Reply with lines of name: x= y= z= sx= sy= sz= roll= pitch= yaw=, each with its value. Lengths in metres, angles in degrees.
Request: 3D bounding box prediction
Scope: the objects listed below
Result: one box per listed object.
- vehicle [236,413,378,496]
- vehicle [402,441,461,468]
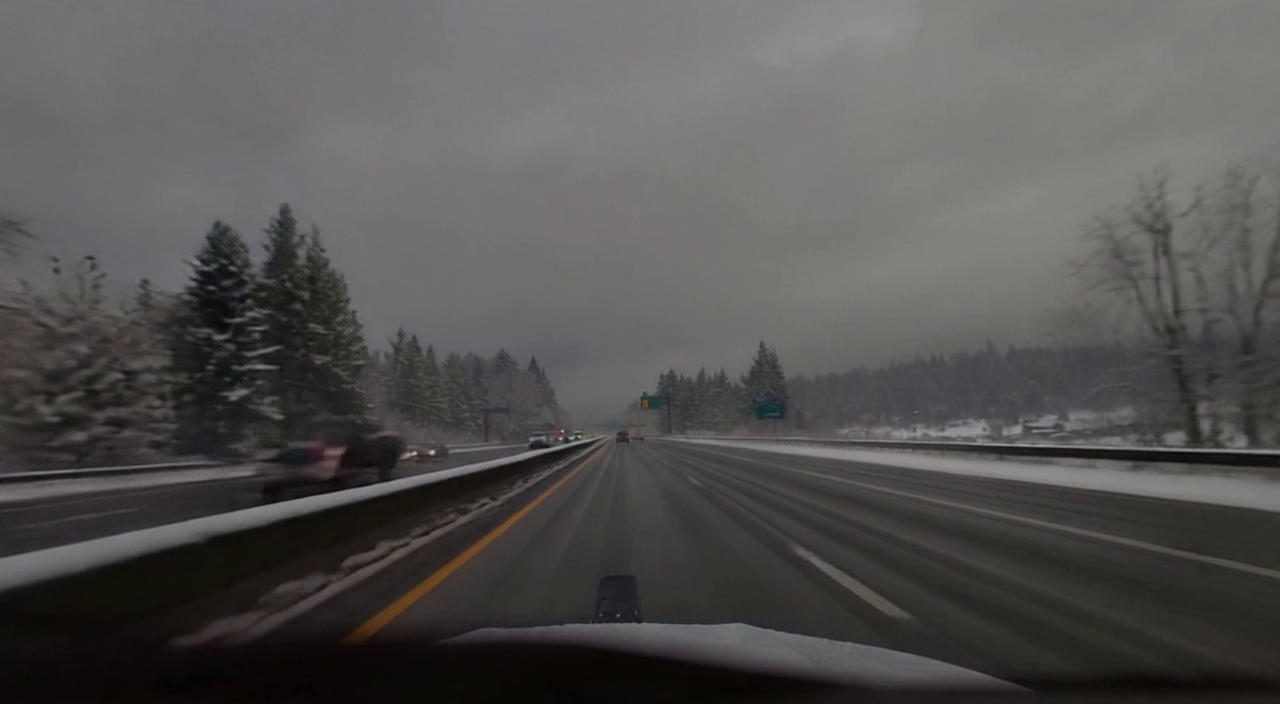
vehicle: x=-10.456 y=3.228 z=20.232 sx=2.115 sy=2.326 sz=4.480 roll=0 pitch=-8 yaw=-1
vehicle: x=-14.759 y=7.268 z=44.837 sx=2.898 sy=1.726 sz=3.957 roll=0 pitch=-8 yaw=-1
